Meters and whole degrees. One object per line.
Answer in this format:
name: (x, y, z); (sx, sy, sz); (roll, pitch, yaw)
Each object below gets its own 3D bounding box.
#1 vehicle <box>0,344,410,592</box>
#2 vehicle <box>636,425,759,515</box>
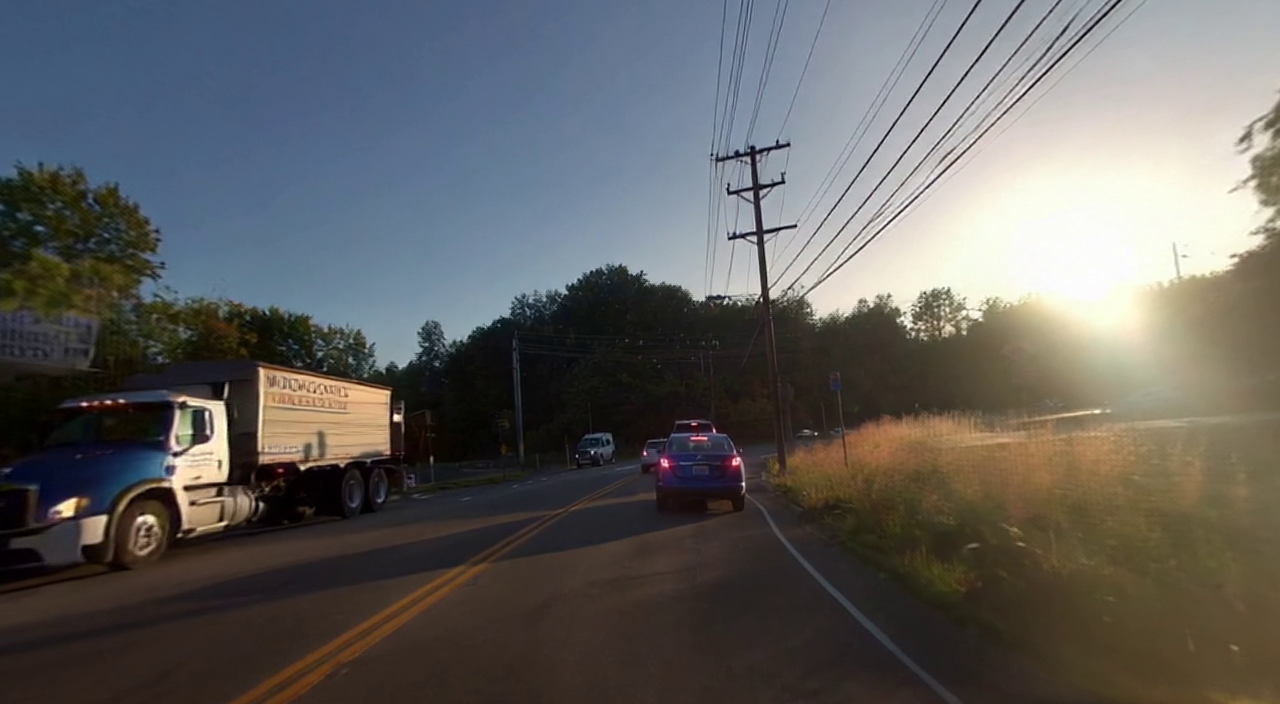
vehicle: (-8.087, 1.943, 12.132); (3.395, 3.071, 7.634); (-7, -6, 8)
vehicle: (1.074, 2.277, 12.616); (2.081, 1.503, 3.726); (-1, -8, 3)
